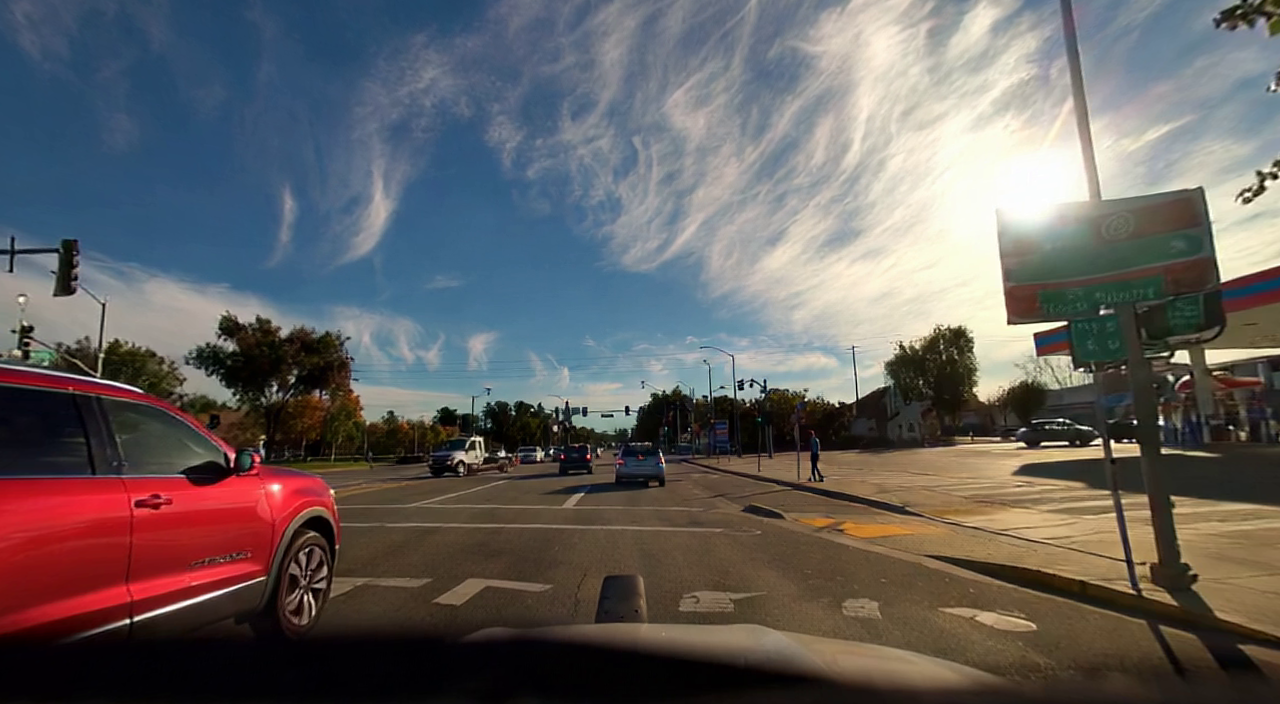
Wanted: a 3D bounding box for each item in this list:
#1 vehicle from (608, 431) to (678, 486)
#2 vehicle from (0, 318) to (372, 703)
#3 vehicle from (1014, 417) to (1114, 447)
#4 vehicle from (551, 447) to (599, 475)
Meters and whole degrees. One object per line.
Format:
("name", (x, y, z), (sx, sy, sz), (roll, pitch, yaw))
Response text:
("vehicle", (0.050, 4.314, 25.856), (2.552, 1.999, 5.498), (0, -8, -1))
("vehicle", (-3.104, 0.805, 2.156), (2.247, 1.734, 4.919), (0, -8, -1))
("vehicle", (28.315, 5.392, 42.177), (5.102, 1.893, 2.120), (0, -9, -1))
("vehicle", (-3.668, 6.293, 36.584), (2.192, 1.458, 4.594), (0, -8, 1))
